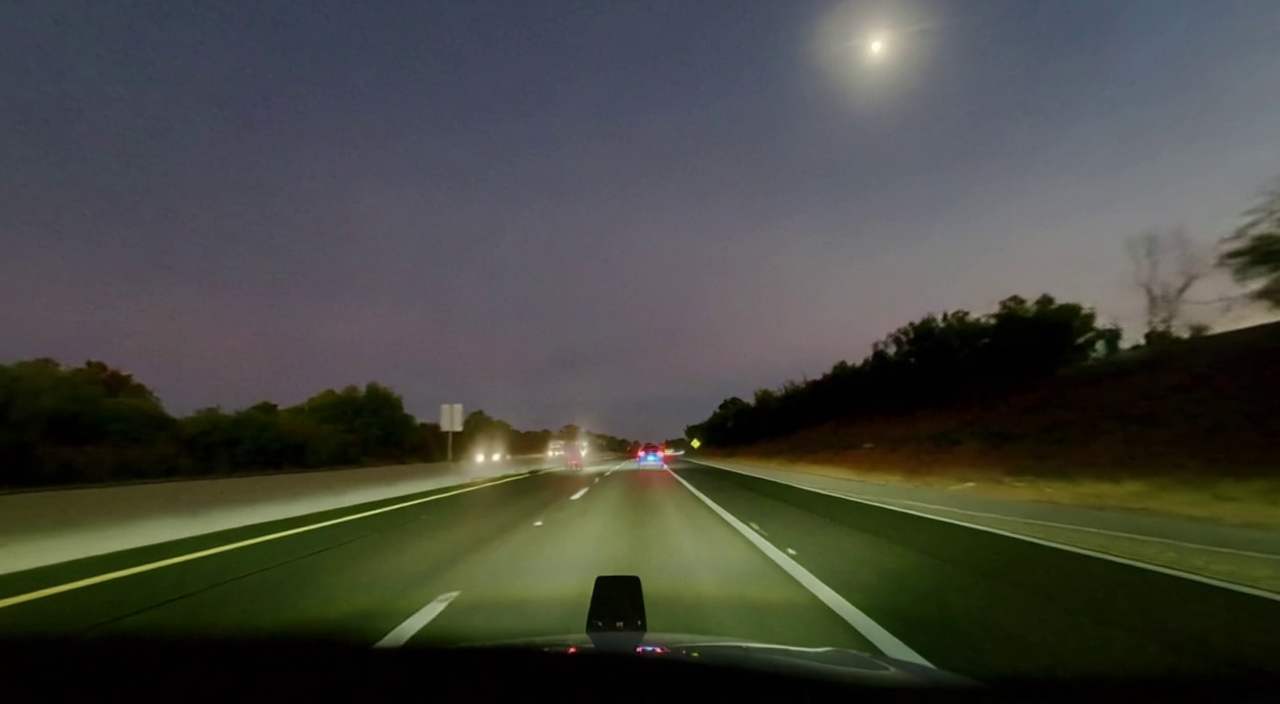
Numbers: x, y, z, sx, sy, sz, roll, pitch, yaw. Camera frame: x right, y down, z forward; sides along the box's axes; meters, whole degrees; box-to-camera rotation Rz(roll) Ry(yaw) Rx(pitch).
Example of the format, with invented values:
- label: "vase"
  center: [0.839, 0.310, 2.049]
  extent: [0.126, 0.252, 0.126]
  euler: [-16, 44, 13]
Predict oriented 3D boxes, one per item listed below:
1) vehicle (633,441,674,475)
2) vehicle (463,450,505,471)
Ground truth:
- label: "vehicle"
  center: [0.753, 6.105, 36.534]
  extent: [2.247, 1.825, 4.036]
  euler: [0, -9, 0]
- label: "vehicle"
  center: [-11.863, 8.252, 48.150]
  extent: [2.009, 1.464, 4.489]
  euler: [0, -9, 1]
